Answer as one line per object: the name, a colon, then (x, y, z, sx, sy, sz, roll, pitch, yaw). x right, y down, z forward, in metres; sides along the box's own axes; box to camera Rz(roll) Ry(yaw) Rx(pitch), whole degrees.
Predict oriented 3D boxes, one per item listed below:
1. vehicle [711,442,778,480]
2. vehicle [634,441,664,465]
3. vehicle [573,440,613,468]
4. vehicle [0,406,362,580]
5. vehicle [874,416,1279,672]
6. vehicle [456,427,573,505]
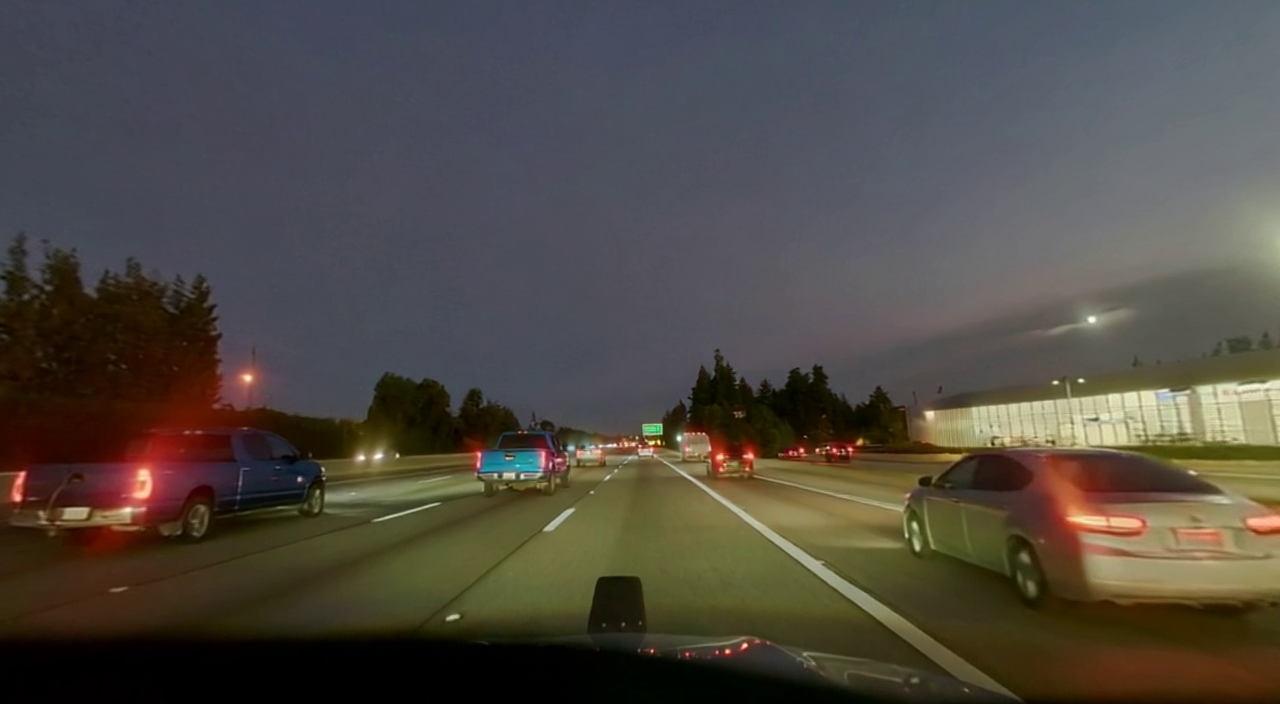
vehicle: (4.409, 4.649, 27.253, 2.072, 1.456, 4.537, 0, -8, -1)
vehicle: (0.657, 7.393, 46.312, 2.080, 1.682, 4.150, 0, -8, 0)
vehicle: (-3.048, 6.754, 42.035, 2.209, 1.714, 4.576, 0, -8, 1)
vehicle: (-6.487, 1.855, 9.251, 2.428, 1.812, 5.131, 0, -8, 1)
vehicle: (4.145, 1.466, 6.030, 2.111, 1.498, 4.466, 0, -8, 0)
vehicle: (-3.126, 2.958, 16.812, 2.146, 1.775, 4.553, 0, -8, 1)
